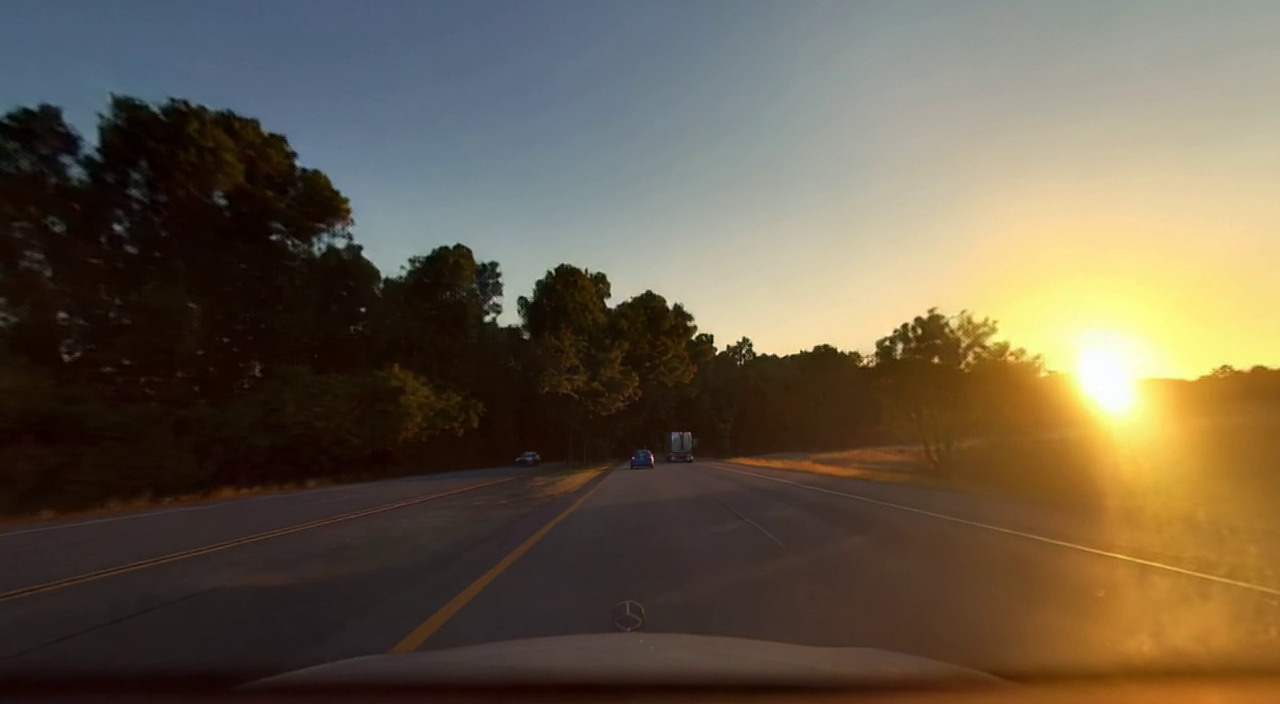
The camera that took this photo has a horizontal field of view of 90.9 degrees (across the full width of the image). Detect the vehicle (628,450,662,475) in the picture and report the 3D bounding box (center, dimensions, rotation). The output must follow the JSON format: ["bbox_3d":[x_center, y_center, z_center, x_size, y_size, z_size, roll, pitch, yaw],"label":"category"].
[{"bbox_3d":[0.289,6.487,37.272,1.926,1.386,3.615,0,-9,0],"label":"vehicle"}]
